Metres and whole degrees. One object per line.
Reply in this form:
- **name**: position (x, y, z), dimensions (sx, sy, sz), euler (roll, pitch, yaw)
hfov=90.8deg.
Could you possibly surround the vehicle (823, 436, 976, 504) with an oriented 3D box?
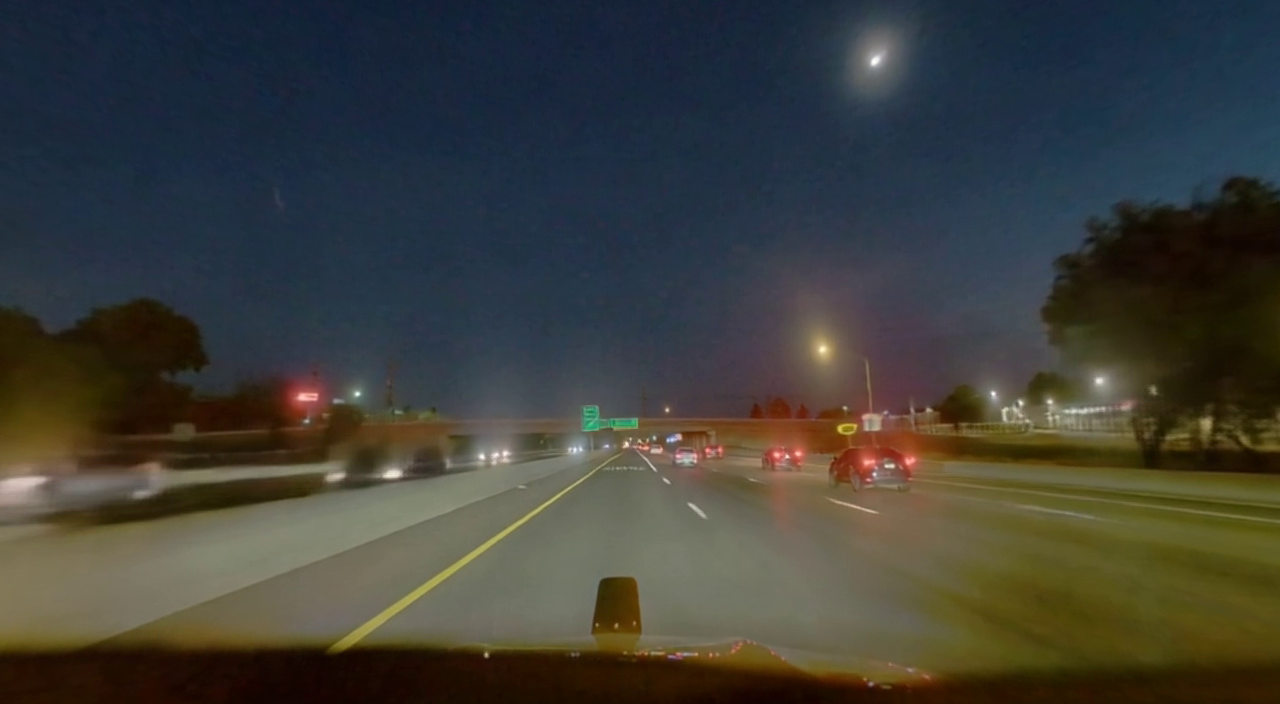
- **vehicle**: position (6.424, 2.959, 16.307), dimensions (1.952, 1.489, 4.483), euler (0, -8, -2)

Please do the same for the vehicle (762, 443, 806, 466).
- **vehicle**: position (9.600, 6.849, 42.451), dimensions (1.838, 1.440, 4.121), euler (0, -8, -2)

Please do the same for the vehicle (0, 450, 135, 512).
- **vehicle**: position (-16.832, 3.514, 17.621), dimensions (1.776, 1.473, 4.494), euler (0, -8, -1)

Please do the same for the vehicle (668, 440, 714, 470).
- **vehicle**: position (2.715, 5.646, 34.799), dimensions (1.993, 1.507, 4.594), euler (0, -8, -2)
